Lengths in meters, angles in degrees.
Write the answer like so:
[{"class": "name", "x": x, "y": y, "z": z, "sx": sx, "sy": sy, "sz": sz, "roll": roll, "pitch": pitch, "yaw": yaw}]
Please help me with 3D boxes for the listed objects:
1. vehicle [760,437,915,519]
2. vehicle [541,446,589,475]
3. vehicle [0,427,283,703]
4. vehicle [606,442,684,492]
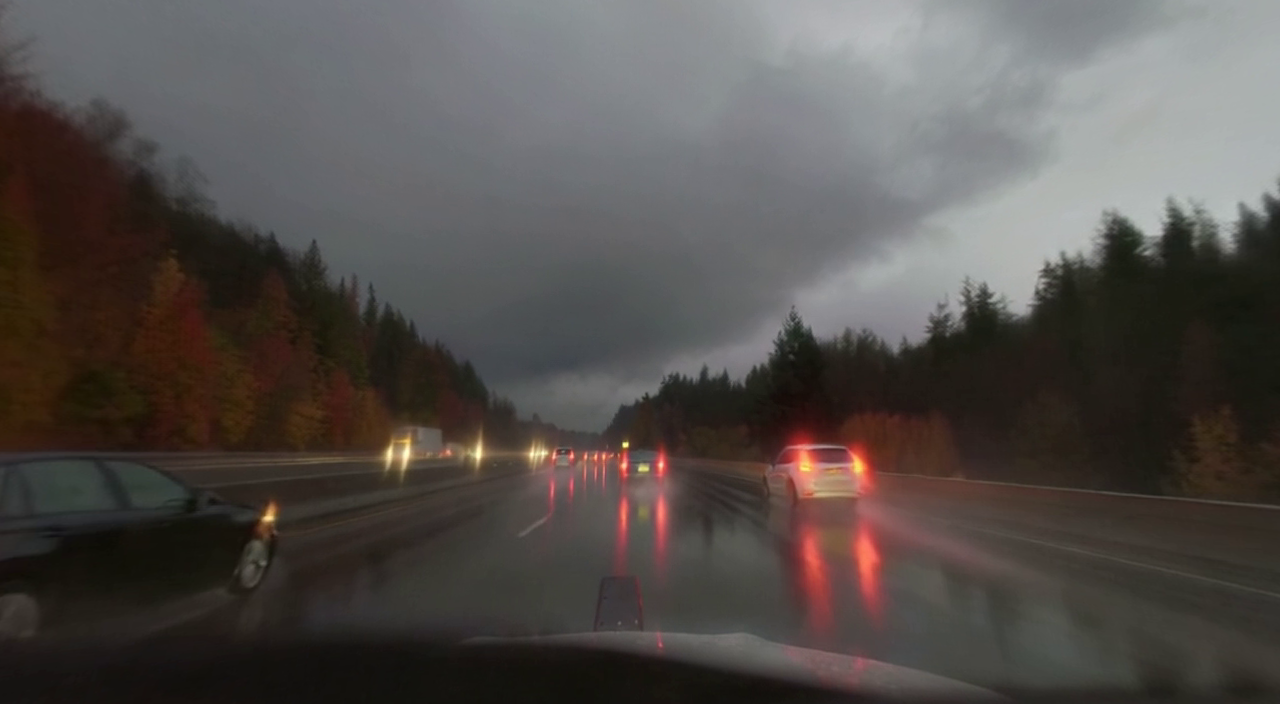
[{"class": "vehicle", "x": 4.241, "y": 2.780, "z": 14.357, "sx": 2.035, "sy": 1.571, "sz": 4.413, "roll": 0, "pitch": -9, "yaw": -1}, {"class": "vehicle", "x": -4.593, "y": 6.710, "z": 39.076, "sx": 2.545, "sy": 1.679, "sz": 4.267, "roll": 0, "pitch": -9, "yaw": 0}, {"class": "vehicle", "x": -4.371, "y": 1.219, "z": 3.790, "sx": 2.017, "sy": 1.469, "sz": 4.113, "roll": 0, "pitch": -9, "yaw": -1}, {"class": "vehicle", "x": 0.140, "y": 4.208, "z": 23.259, "sx": 2.634, "sy": 1.679, "sz": 4.070, "roll": 0, "pitch": -9, "yaw": -1}]
